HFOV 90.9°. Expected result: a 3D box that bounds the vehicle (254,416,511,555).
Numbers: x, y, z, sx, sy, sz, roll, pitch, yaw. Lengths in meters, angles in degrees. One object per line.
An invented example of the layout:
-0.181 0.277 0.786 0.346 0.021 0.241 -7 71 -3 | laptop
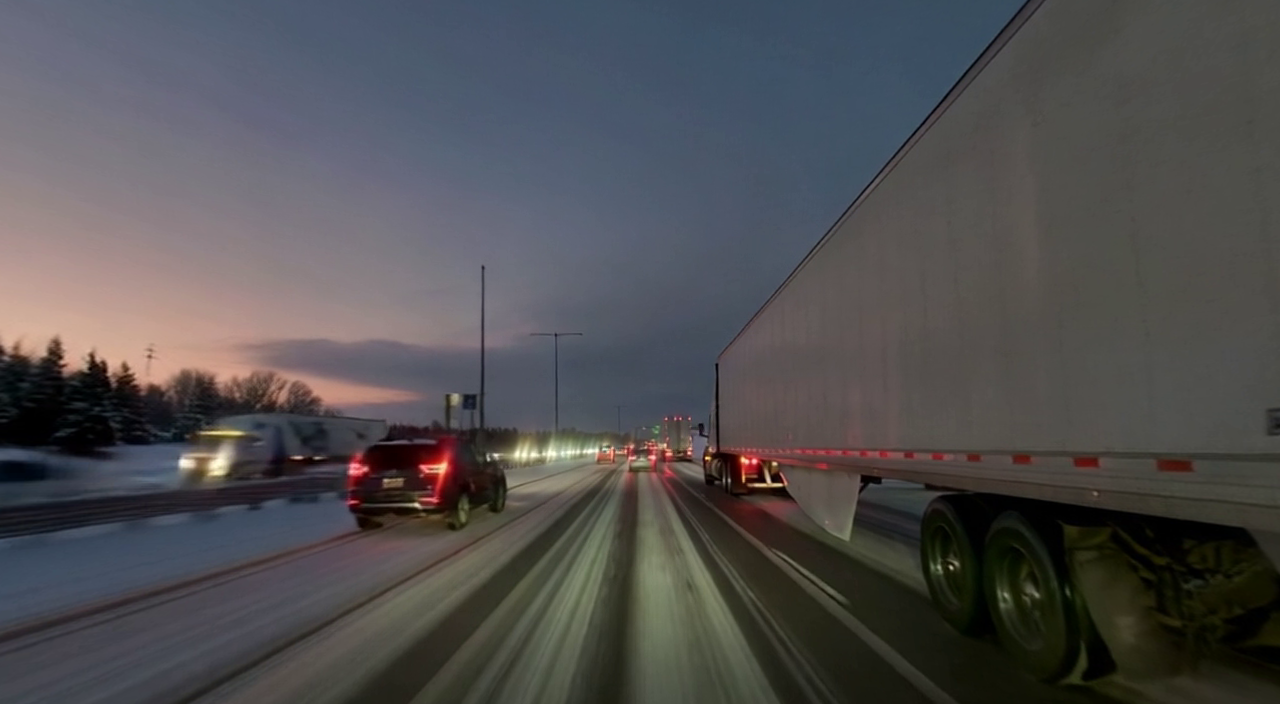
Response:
-3.753 2.062 10.477 2.091 1.722 4.974 0 -9 1 | vehicle

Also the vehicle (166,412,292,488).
-23.439 5.640 36.479 2.965 4.007 6.095 0 -9 0 | vehicle

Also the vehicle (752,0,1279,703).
3.872 0.338 7.461 2.821 4.077 12.562 0 -9 0 | vehicle

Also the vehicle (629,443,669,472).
0.449 5.777 34.729 2.063 1.469 4.208 0 -9 0 | vehicle

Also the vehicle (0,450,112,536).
-12.255 2.533 11.358 1.973 1.501 3.990 0 -9 0 | vehicle
